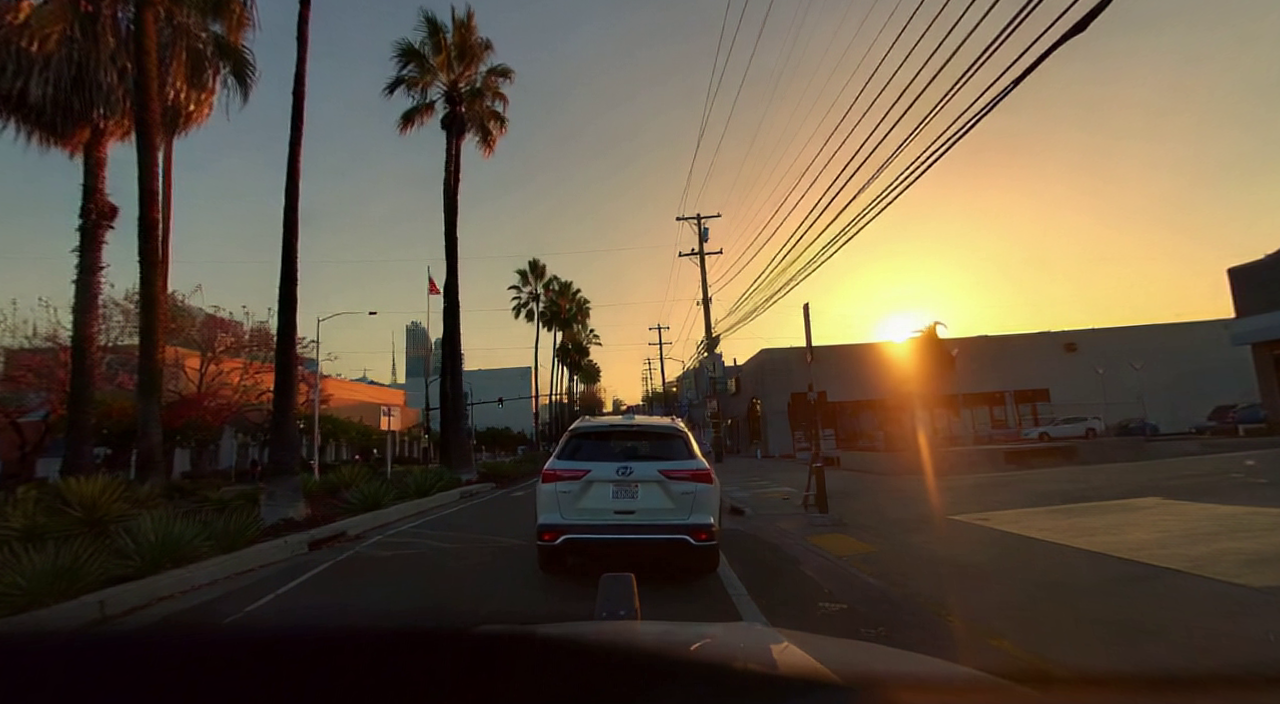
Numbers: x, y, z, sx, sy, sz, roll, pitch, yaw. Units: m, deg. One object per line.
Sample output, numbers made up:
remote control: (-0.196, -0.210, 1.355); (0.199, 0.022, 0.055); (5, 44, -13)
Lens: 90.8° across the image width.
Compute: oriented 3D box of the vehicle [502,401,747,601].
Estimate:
vehicle: (-0.207, 1.560, 7.408); (2.105, 1.702, 3.750); (0, -8, -3)
